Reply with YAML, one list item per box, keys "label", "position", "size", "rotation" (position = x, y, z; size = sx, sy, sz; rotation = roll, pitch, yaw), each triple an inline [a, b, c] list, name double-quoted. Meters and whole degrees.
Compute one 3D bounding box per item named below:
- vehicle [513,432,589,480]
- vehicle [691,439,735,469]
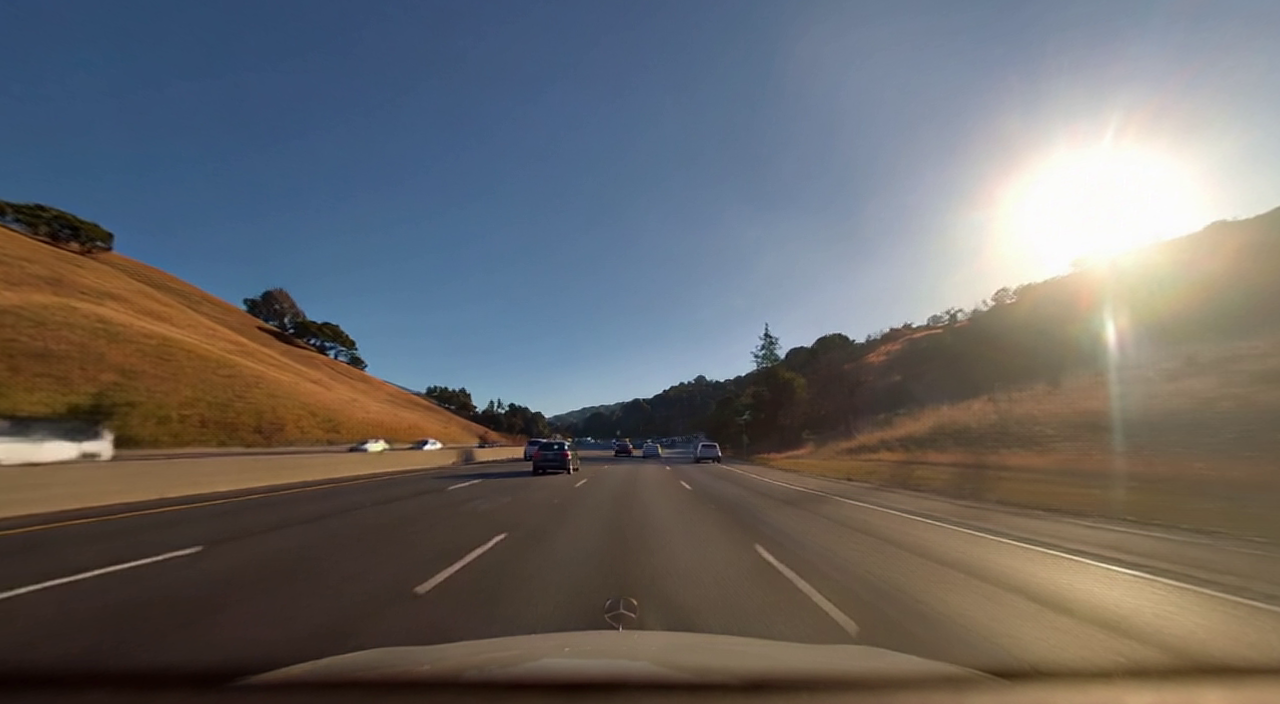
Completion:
- label: "vehicle"
  position: [-3.377, 4.069, 24.937]
  size: [2.166, 1.700, 4.661]
  rotation: [0, -8, 2]
- label: "vehicle"
  position: [4.514, 6.381, 39.739]
  size: [2.164, 1.788, 4.500]
  rotation: [0, -8, 0]
